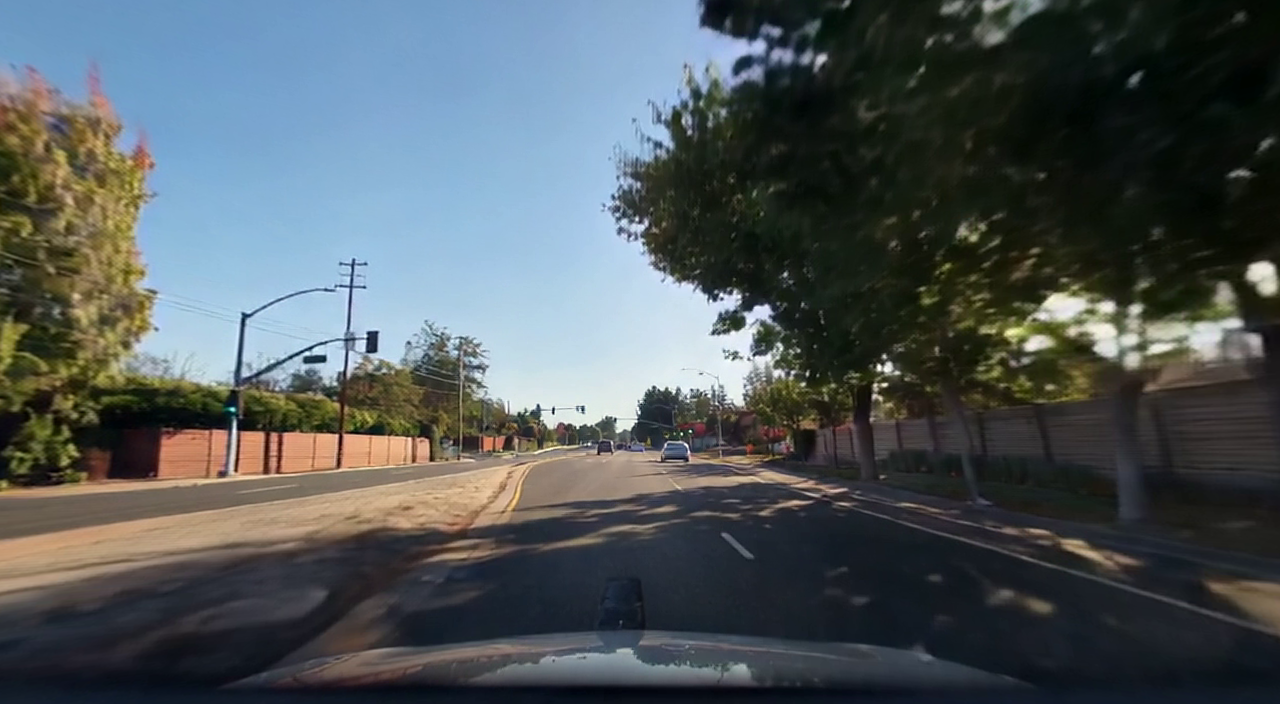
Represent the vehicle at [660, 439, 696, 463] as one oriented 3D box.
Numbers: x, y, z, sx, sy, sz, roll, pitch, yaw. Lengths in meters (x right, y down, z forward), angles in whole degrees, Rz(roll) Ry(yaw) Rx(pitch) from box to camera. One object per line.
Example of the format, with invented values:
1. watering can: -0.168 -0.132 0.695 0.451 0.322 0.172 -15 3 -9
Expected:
1. vehicle: 2.489 6.632 42.233 2.105 1.490 4.008 0 -8 -1
